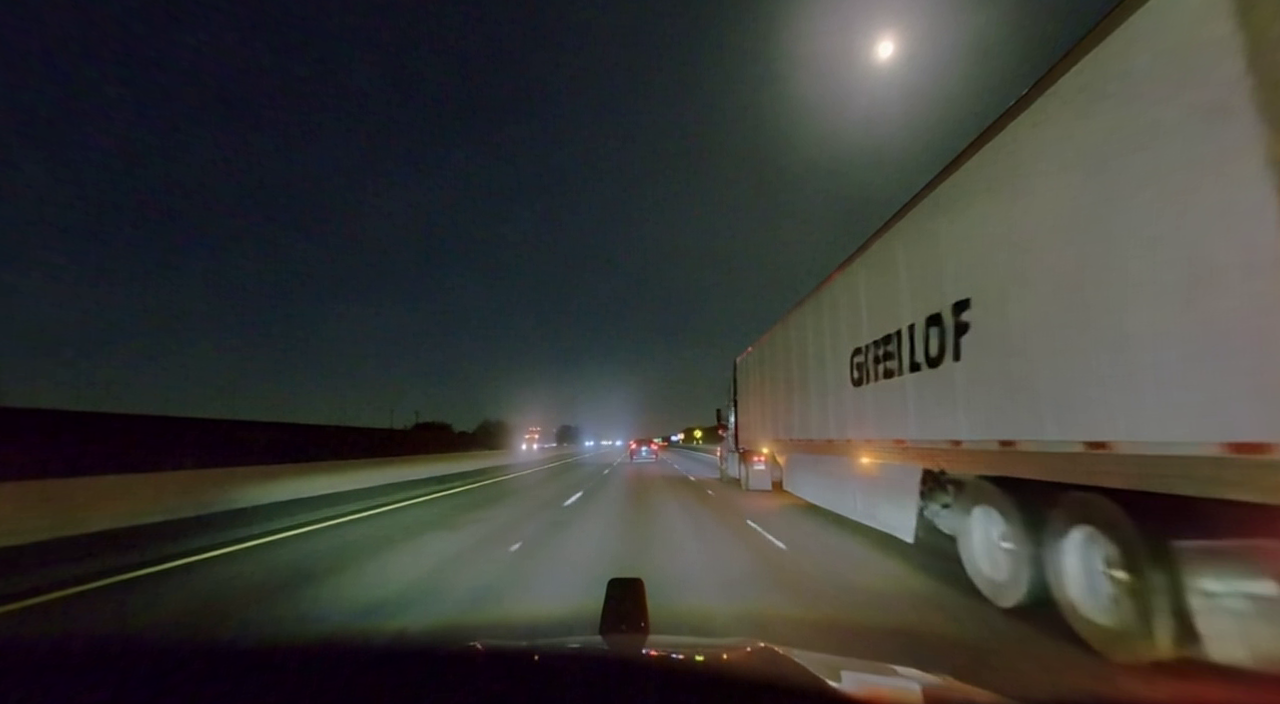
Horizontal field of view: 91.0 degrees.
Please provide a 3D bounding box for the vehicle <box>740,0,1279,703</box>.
[{"bbox_3d":[4.364,0.584,9.797,2.936,4.125,15.204,0,-8,-1],"label":"vehicle"}]

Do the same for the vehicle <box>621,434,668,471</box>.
[{"bbox_3d":[0.210,4.747,30.000,2.111,1.635,4.177,0,-8,0],"label":"vehicle"}]
